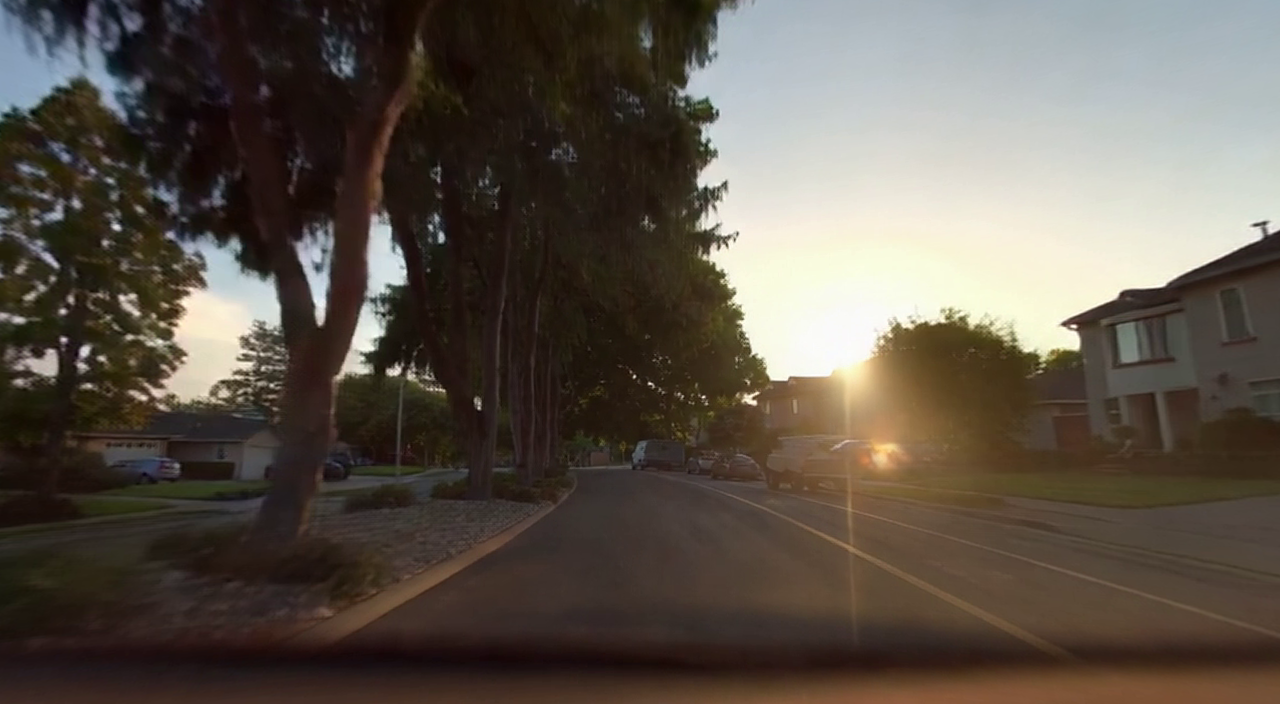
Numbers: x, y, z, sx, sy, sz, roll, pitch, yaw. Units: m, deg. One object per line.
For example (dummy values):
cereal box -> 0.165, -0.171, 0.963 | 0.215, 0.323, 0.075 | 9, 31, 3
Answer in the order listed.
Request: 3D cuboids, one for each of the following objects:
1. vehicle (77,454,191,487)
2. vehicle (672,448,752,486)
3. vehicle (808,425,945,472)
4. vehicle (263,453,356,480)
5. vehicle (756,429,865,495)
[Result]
vehicle -> -25.944, 6.066, 32.533 | 3.977, 1.501, 2.143 | 0, -8, -6
vehicle -> 3.592, 5.900, 32.803 | 2.713, 1.671, 4.939 | 1, -8, -11
vehicle -> 13.350, 5.575, 36.169 | 6.635, 2.414, 2.896 | -1, -12, 4
vehicle -> -19.816, 6.842, 38.064 | 4.502, 1.511, 1.939 | 2, -9, -12
vehicle -> 6.016, 3.952, 23.095 | 2.305, 2.111, 4.965 | 0, -8, -3
